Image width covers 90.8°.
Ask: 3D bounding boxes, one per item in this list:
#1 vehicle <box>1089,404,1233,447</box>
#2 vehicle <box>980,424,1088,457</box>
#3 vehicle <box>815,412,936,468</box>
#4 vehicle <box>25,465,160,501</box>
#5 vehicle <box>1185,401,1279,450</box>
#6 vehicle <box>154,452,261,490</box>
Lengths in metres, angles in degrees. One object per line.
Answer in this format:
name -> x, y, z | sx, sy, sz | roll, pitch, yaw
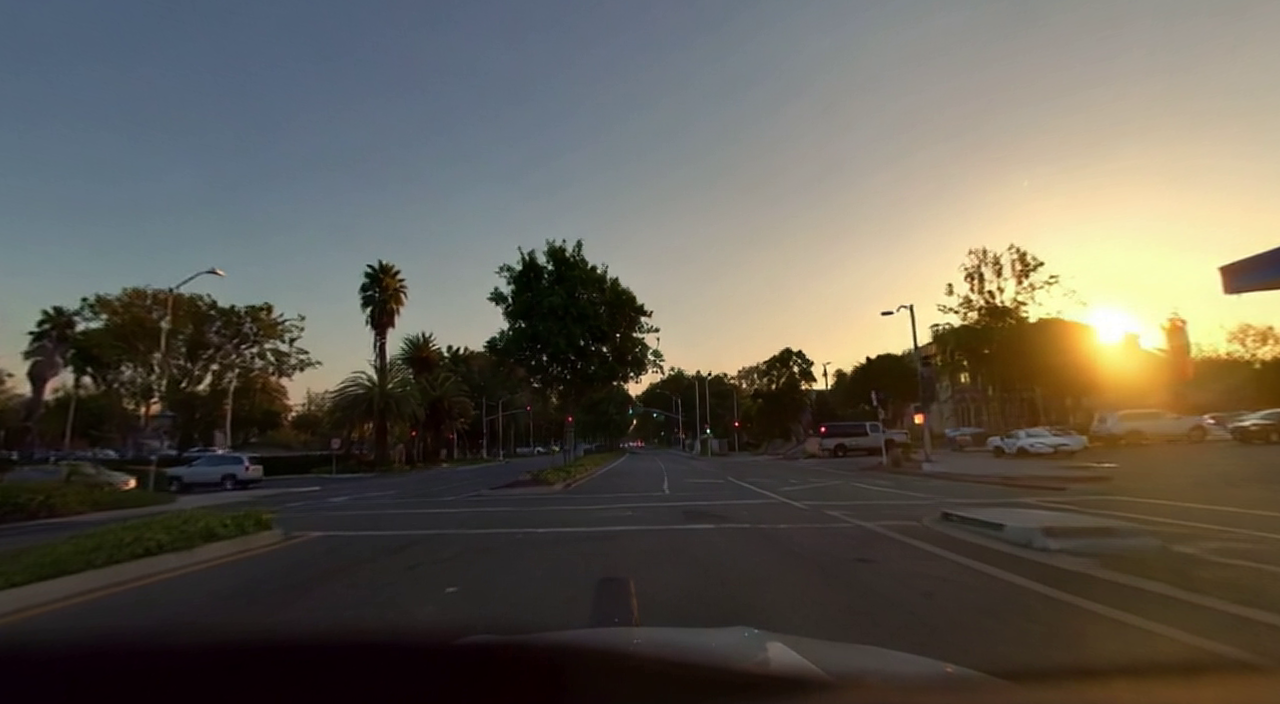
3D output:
vehicle -> 28.927, 4.136, 35.257 | 5.625, 2.303, 2.592 | 0, -8, 2
vehicle -> 21.608, 4.890, 34.782 | 4.578, 1.756, 2.042 | 0, -8, -4
vehicle -> 13.303, 5.178, 37.040 | 2.944, 2.783, 10.332 | 0, -8, -1
vehicle -> -25.823, 6.175, 29.918 | 4.448, 1.525, 1.835 | 1, -9, -5
vehicle -> 29.905, 3.487, 29.804 | 6.052, 2.171, 2.511 | 0, -8, -2
vehicle -> -25.912, 7.132, 38.004 | 5.056, 1.839, 1.957 | -3, -6, -1
